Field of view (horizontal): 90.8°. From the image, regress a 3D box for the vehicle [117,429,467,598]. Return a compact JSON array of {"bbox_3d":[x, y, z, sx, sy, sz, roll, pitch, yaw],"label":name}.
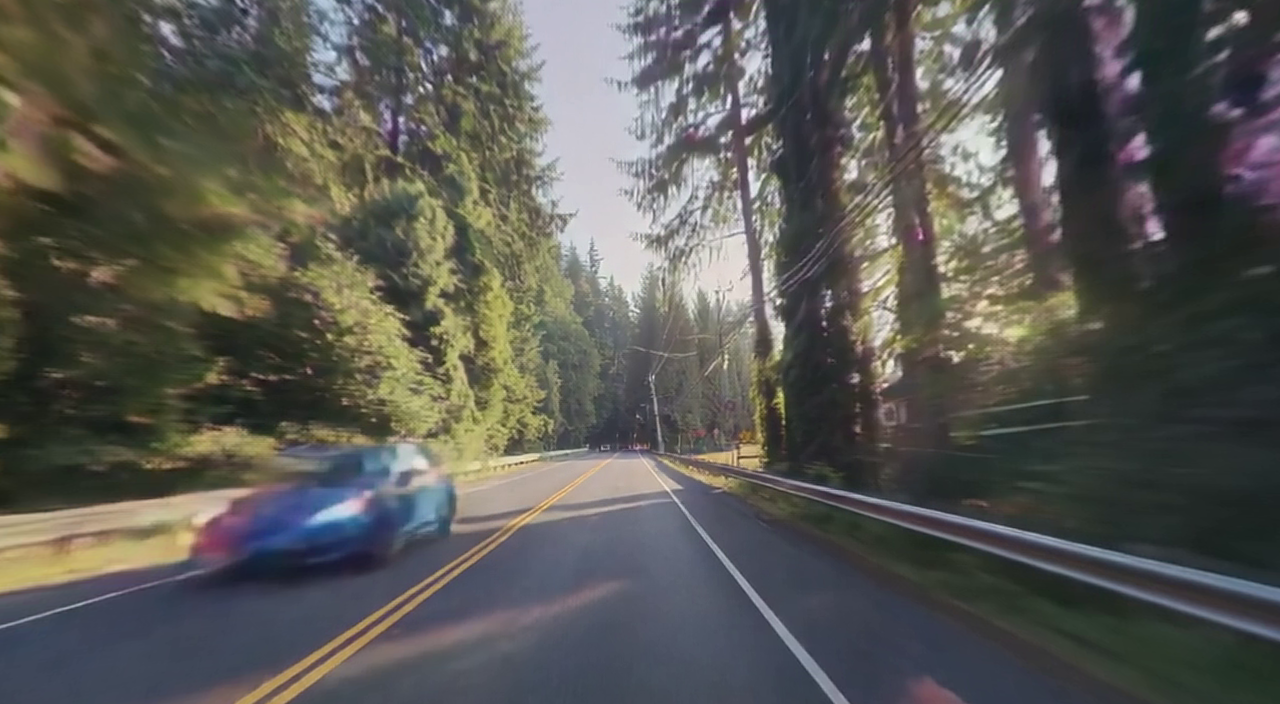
[{"bbox_3d":[-3.818,1.818,8.025,2.030,1.552,4.188,0,-9,0],"label":"vehicle"}]
